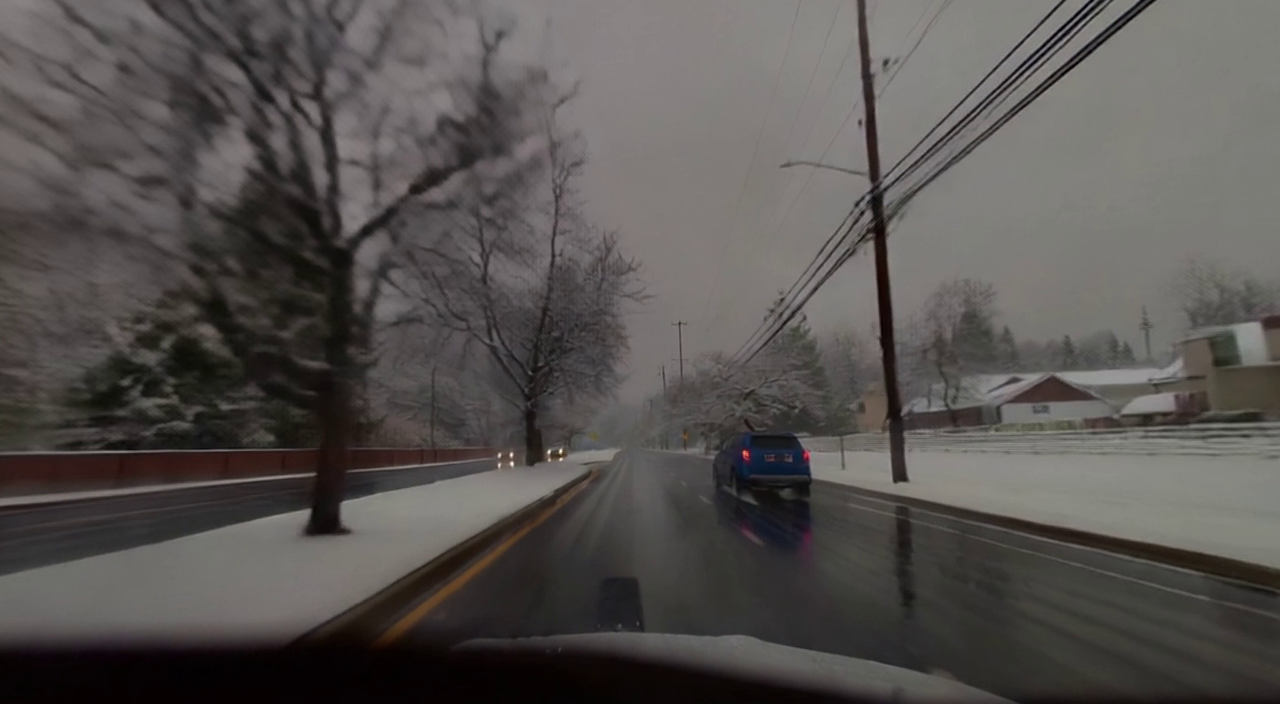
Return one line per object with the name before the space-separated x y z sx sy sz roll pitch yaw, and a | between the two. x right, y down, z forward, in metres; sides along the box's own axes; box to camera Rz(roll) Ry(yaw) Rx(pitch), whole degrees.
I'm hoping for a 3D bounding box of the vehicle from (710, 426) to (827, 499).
vehicle | 3.440 3.100 18.078 2.193 1.777 4.772 0 -9 -2
